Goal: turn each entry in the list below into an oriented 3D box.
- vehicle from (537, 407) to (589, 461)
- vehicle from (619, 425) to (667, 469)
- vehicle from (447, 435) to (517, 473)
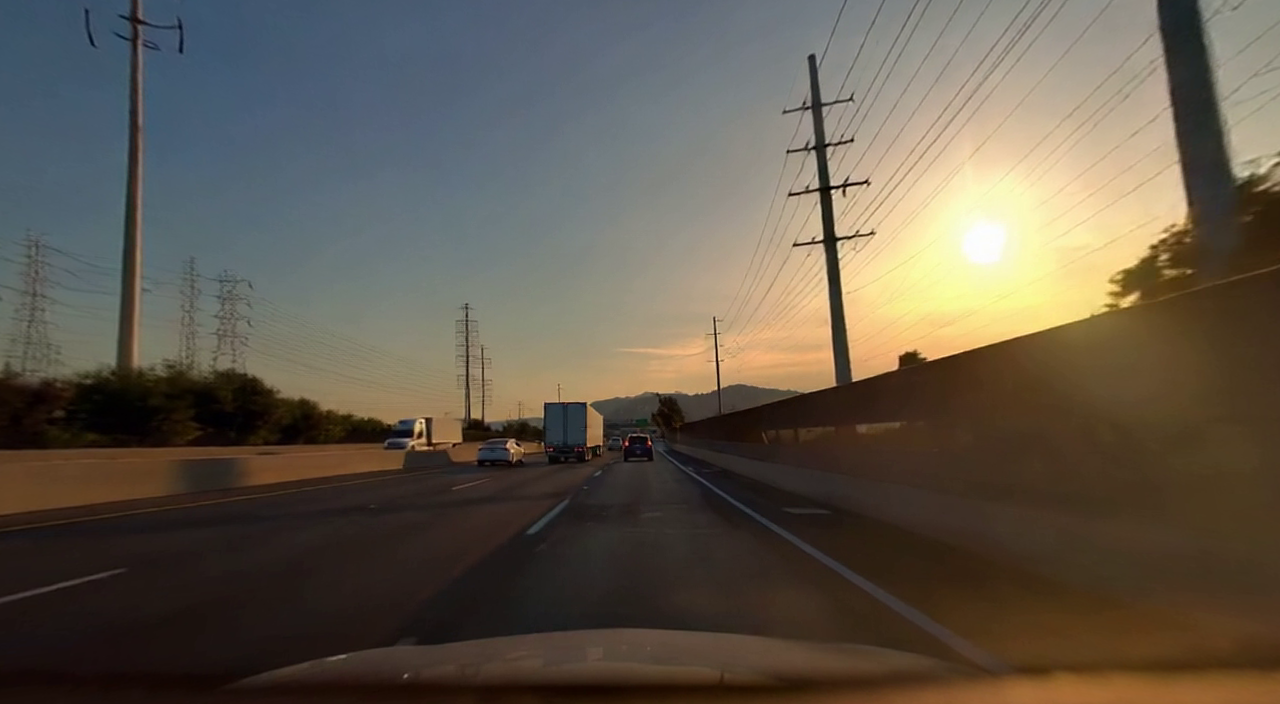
[{"bbox_3d":[-3.726,4.013,30.905,2.178,2.522,2.054,0,-9,1],"label":"vehicle"},{"bbox_3d":[0.159,5.065,33.760,2.358,2.144,4.713,0,-9,0],"label":"vehicle"},{"bbox_3d":[-7.064,4.621,28.760,2.004,1.545,4.513,0,-9,1],"label":"vehicle"}]
